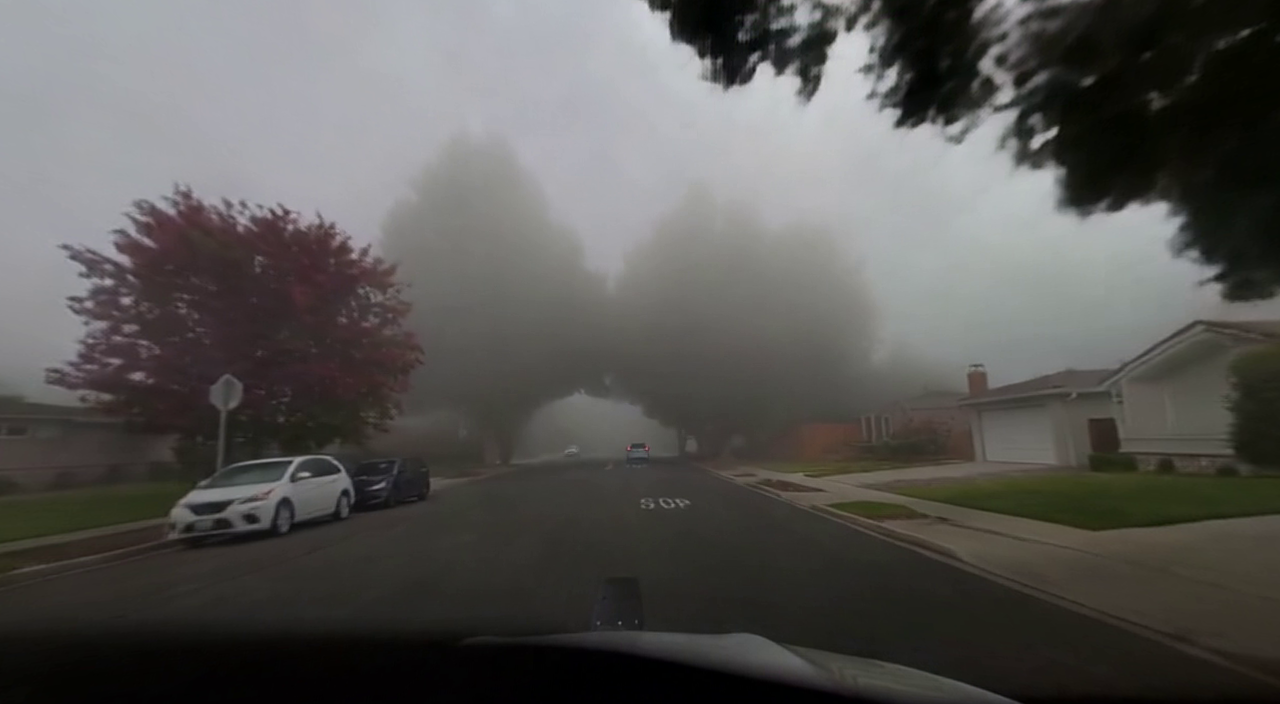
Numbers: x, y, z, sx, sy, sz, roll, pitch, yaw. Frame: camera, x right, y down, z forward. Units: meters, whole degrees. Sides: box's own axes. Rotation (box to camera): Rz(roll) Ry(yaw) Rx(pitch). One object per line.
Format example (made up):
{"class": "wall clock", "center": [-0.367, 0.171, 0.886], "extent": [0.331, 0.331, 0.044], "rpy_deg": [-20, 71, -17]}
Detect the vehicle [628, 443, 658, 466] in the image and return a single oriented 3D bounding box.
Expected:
{"class": "vehicle", "center": [0.235, 7.242, 44.549], "extent": [2.043, 1.484, 4.340], "rpy_deg": [0, -9, 0]}

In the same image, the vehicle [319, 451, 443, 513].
{"class": "vehicle", "center": [-6.945, 3.494, 17.370], "extent": [1.789, 1.481, 3.957], "rpy_deg": [0, -9, -1]}

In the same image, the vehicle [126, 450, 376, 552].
{"class": "vehicle", "center": [-6.999, 2.668, 12.098], "extent": [1.972, 1.543, 4.622], "rpy_deg": [0, -9, -2]}
